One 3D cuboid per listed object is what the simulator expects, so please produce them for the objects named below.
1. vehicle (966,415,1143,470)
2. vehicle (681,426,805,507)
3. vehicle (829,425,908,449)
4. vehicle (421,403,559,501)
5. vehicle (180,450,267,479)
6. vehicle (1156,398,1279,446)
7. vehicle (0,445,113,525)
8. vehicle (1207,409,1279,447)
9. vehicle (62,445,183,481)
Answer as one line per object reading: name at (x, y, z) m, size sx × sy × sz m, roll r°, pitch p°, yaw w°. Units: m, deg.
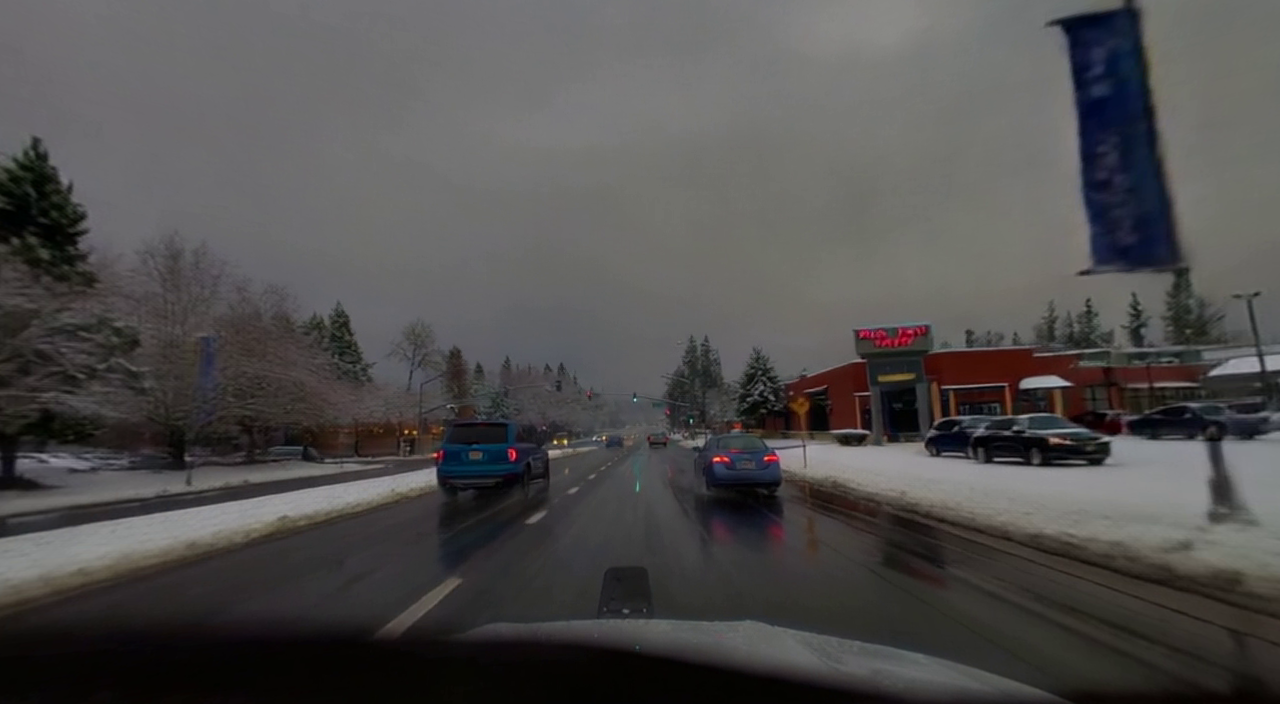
vehicle at (11.795, 2.608, 18.161) m, size 1.874 × 1.386 × 3.745 m, roll 6°, pitch -10°, yaw -36°
vehicle at (2.044, 2.443, 13.928) m, size 1.919 × 1.472 × 4.470 m, roll 0°, pitch -8°, yaw -1°
vehicle at (15.003, 5.657, 41.657) m, size 4.680 × 1.506 × 2.017 m, roll -3°, pitch -9°, yaw 14°
vehicle at (-3.378, 2.387, 15.282) m, size 2.152 × 1.987 × 4.527 m, roll 0°, pitch -8°, yaw 1°
vehicle at (-26.755, 7.210, 40.553) m, size 4.343 × 1.452 × 2.097 m, roll 4°, pitch -11°, yaw -43°
vehicle at (26.662, 3.170, 28.301) m, size 5.306 × 2.010 × 2.234 m, roll 1°, pitch -8°, yaw -8°
vehicle at (-14.245, 2.831, 13.485) m, size 1.942 × 1.645 × 4.538 m, roll 0°, pitch -8°, yaw 0°
vehicle at (25.744, 3.097, 25.494) m, size 3.833 × 1.455 × 1.927 m, roll 1°, pitch -8°, yaw -6°
vehicle at (-26.910, 5.739, 32.910) m, size 4.667 × 1.680 × 2.082 m, roll 7°, pitch -11°, yaw -40°
